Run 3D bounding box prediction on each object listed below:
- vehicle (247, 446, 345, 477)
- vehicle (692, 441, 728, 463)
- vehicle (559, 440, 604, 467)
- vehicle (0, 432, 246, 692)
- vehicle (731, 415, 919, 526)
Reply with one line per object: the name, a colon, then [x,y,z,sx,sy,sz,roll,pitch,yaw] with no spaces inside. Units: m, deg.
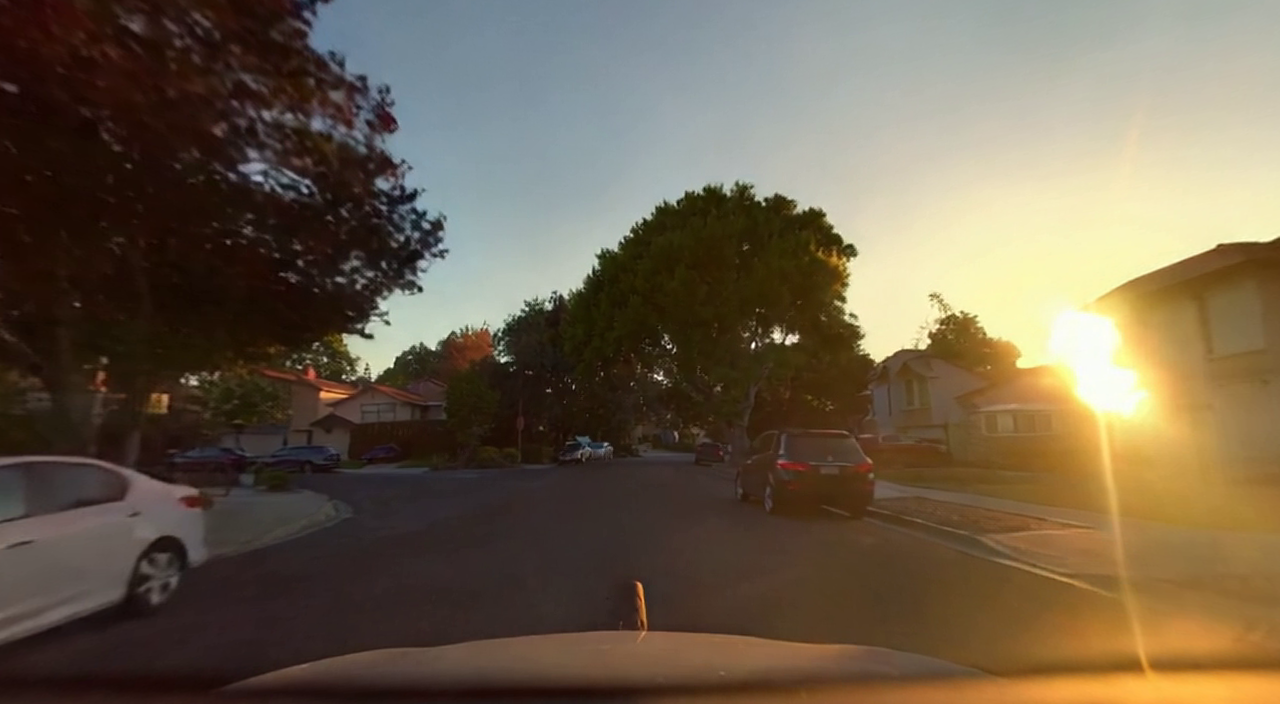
vehicle: [-16.722,5.297,30.789,3.734,1.441,1.756,0,-9,3]
vehicle: [5.594,7.884,49.772,2.075,1.657,4.648,-2,-9,15]
vehicle: [-4.139,7.254,45.392,2.041,1.762,4.508,-3,-8,11]
vehicle: [-4.690,1.256,3.866,1.981,1.463,4.631,0,-7,-6]
vehicle: [3.428,2.327,12.968,2.228,1.813,4.901,0,-9,-2]
